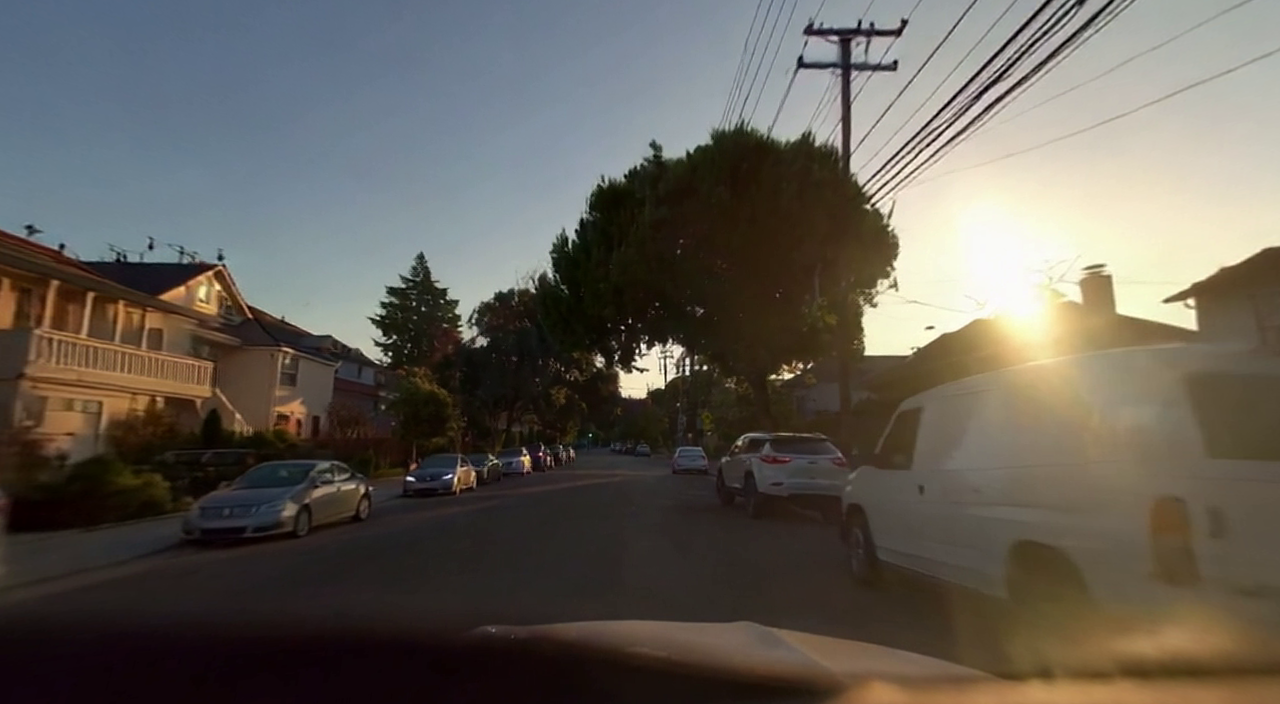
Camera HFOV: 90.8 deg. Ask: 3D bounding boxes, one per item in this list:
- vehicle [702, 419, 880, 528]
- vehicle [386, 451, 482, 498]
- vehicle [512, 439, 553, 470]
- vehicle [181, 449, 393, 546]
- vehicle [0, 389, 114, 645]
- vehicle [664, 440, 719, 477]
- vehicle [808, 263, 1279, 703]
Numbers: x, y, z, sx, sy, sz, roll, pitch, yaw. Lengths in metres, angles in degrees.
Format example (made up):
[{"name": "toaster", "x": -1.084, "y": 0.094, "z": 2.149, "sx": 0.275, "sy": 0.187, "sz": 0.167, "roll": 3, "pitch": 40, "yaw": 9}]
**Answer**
[{"name": "vehicle", "x": 3.009, "y": 2.586, "z": 14.193, "sx": 2.427, "sy": 1.947, "sz": 5.329, "roll": 0, "pitch": -8, "yaw": -3}, {"name": "vehicle", "x": -6.795, "y": 4.056, "z": 21.328, "sx": 1.958, "sy": 1.359, "sz": 4.357, "roll": 0, "pitch": -8, "yaw": -3}, {"name": "vehicle", "x": -7.337, "y": 7.043, "z": 43.600, "sx": 2.183, "sy": 1.972, "sz": 4.817, "roll": 0, "pitch": -8, "yaw": -2}, {"name": "vehicle", "x": -6.597, "y": 2.704, "z": 12.554, "sx": 1.866, "sy": 1.474, "sz": 4.753, "roll": 0, "pitch": -8, "yaw": -6}, {"name": "vehicle", "x": -5.926, "y": 1.068, "z": 3.408, "sx": 2.059, "sy": 1.969, "sz": 4.925, "roll": 0, "pitch": -8, "yaw": -3}, {"name": "vehicle", "x": 2.757, "y": 5.888, "z": 35.410, "sx": 2.365, "sy": 1.874, "sz": 5.669, "roll": 0, "pitch": -8, "yaw": -2}, {"name": "vehicle", "x": 3.153, "y": 1.033, "z": 5.123, "sx": 2.295, "sy": 2.279, "sz": 4.578, "roll": 0, "pitch": -8, "yaw": 0}]
